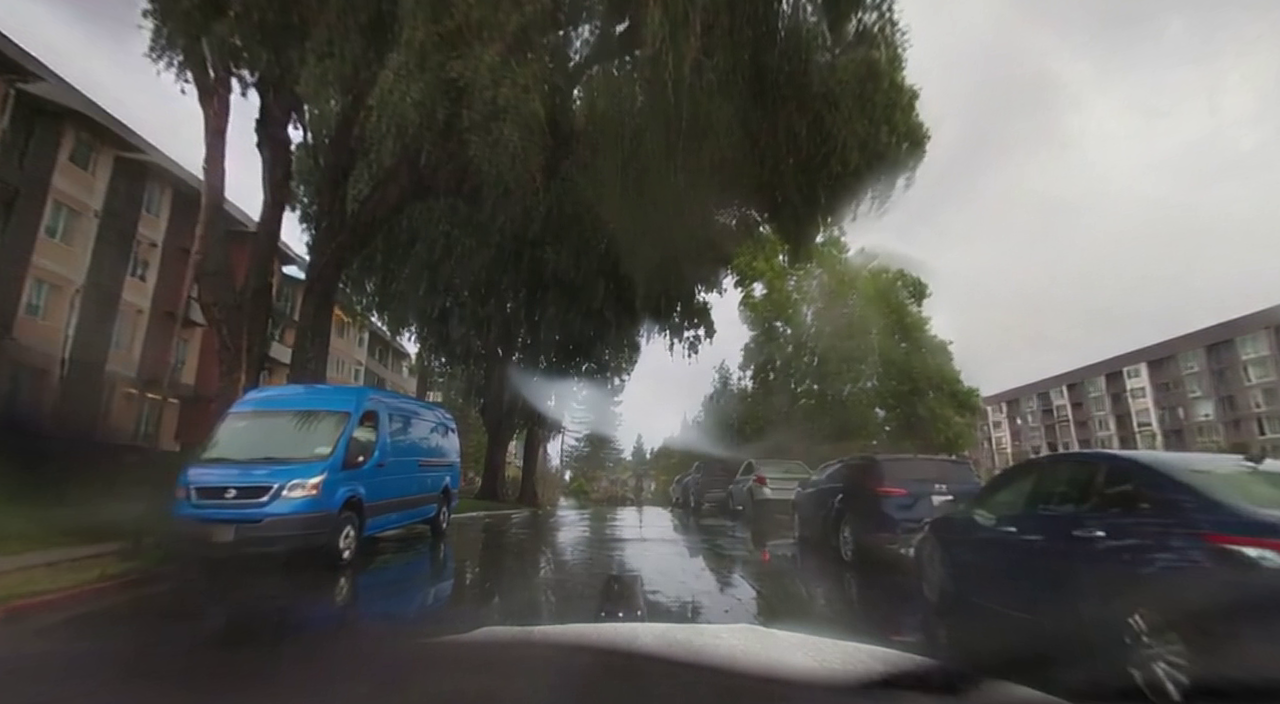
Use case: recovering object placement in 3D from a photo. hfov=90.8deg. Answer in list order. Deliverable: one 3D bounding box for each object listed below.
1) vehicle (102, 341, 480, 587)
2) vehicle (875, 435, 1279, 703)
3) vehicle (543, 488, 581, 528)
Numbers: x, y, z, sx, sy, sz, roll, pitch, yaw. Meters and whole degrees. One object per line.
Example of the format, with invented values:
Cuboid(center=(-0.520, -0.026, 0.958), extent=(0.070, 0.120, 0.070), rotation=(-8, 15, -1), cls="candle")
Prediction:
Cuboid(center=(-4.761, 1.744, 10.566), extent=(2.546, 2.664, 6.863), rotation=(-2, -9, -1), cls="vehicle")
Cuboid(center=(3.270, 1.302, 4.057), extent=(1.827, 1.436, 4.322), rotation=(0, -9, 0), cls="vehicle")
Cuboid(center=(-5.093, 10.219, 41.610), extent=(2.090, 1.674, 4.457), rotation=(-4, -4, -3), cls="vehicle")
